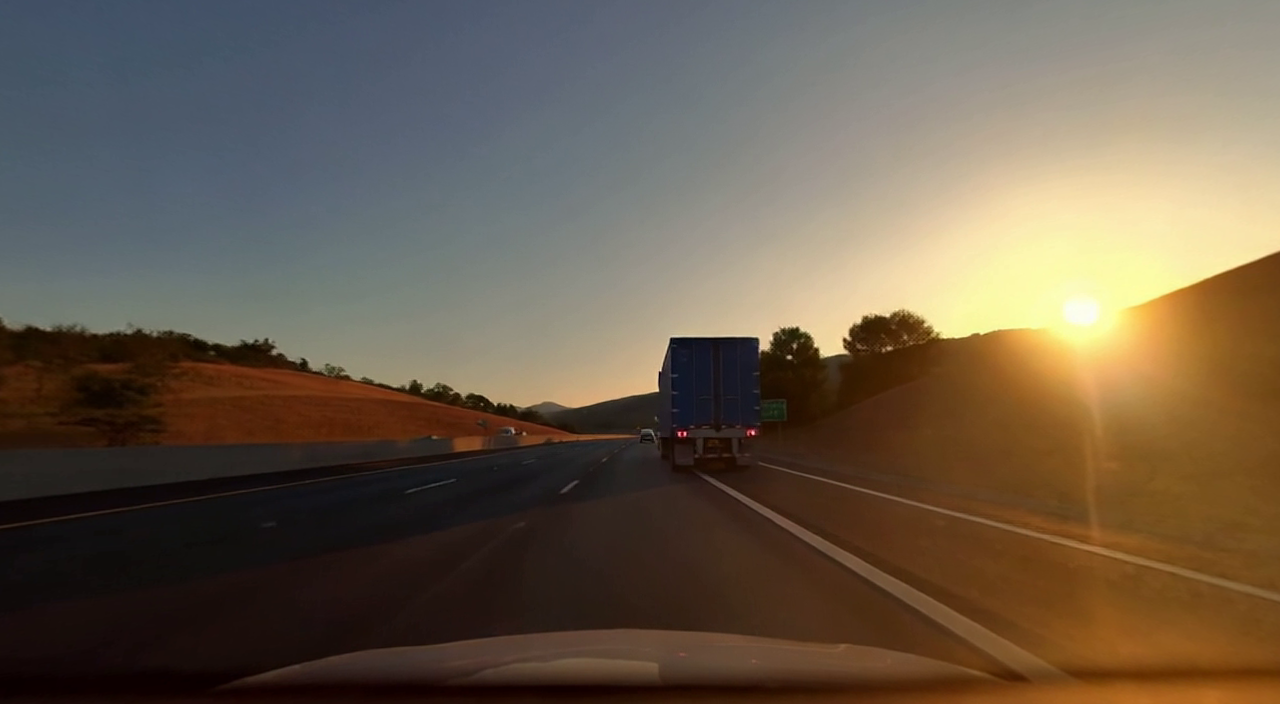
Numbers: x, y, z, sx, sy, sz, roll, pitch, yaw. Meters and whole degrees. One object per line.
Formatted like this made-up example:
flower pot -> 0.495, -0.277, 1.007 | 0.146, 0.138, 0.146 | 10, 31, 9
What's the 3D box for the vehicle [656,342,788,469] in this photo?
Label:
vehicle -> 2.531, 2.357, 24.377 | 3.446, 3.698, 12.089 | 0, -8, 0
